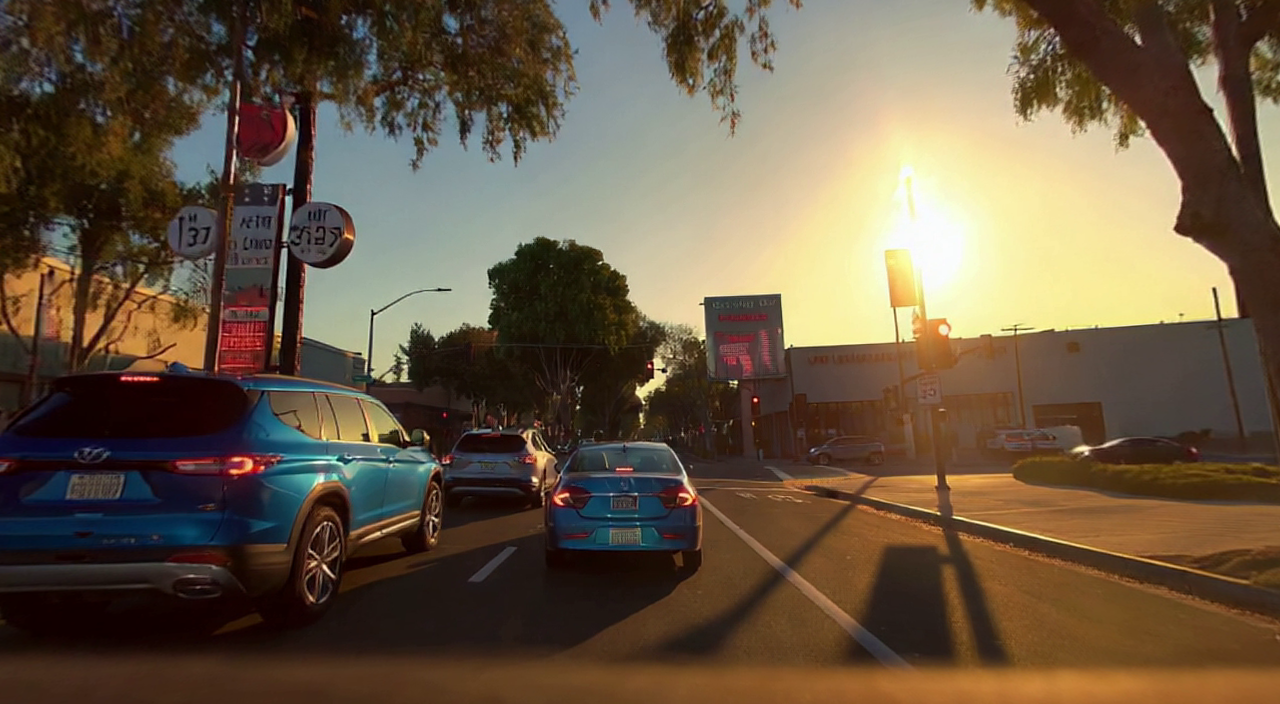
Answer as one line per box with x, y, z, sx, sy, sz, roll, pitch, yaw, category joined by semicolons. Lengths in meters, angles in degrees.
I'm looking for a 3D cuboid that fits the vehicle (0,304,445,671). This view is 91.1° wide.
-3.817;1.130;6.212;2.152;2.118;5.066;0;-8;0;vehicle

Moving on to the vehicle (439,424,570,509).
-2.931;2.594;14.598;2.047;1.664;4.148;0;-8;1;vehicle

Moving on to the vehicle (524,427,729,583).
-0.163;1.784;8.185;1.966;1.481;4.146;0;-8;-1;vehicle

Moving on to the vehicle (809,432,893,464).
11.953;5.482;35.771;4.116;1.719;2.069;-1;-9;7;vehicle

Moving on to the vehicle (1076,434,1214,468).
23.786;4.687;29.854;4.809;1.476;1.845;-6;-9;32;vehicle
